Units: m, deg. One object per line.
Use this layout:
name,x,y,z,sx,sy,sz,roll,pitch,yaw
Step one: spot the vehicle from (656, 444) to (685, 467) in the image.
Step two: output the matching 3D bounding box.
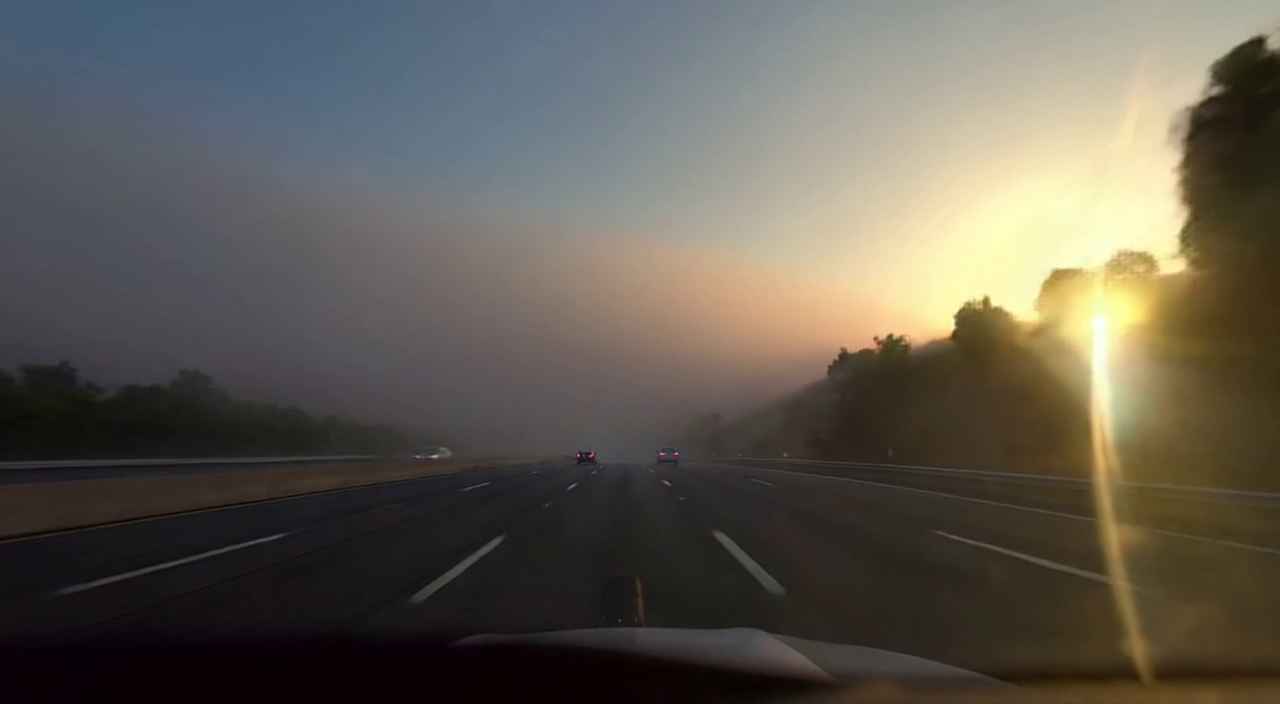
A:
vehicle,2.211,7.704,46.726,1.895,1.555,4.030,-1,-9,0
